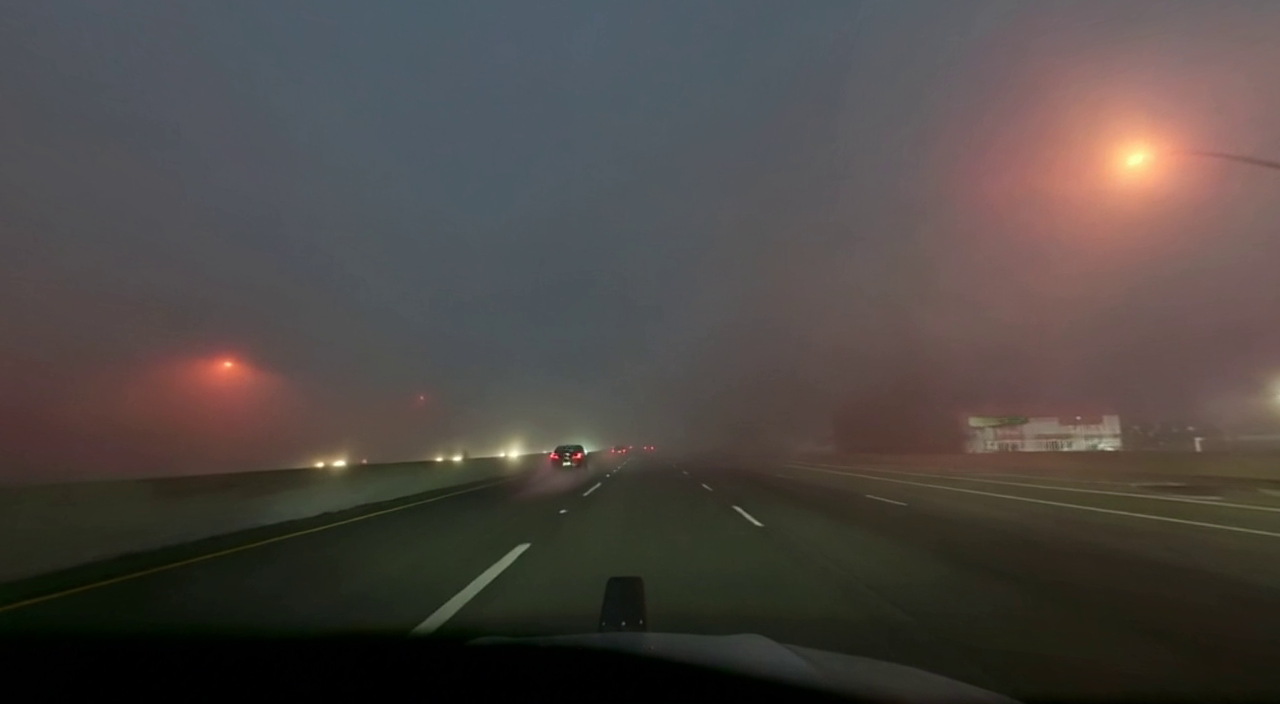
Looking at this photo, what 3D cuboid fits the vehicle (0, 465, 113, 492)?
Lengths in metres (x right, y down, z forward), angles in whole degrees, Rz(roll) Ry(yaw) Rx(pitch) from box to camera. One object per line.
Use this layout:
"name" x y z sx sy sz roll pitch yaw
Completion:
"vehicle" -34.358 7.433 37.199 2.886 1.114 4.736 -3 -8 -7

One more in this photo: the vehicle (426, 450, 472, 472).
"vehicle" -13.946 7.929 46.255 1.940 1.494 4.362 -1 -9 1

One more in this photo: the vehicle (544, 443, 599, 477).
"vehicle" -3.259 5.238 30.919 2.114 1.510 4.186 -1 -9 1
